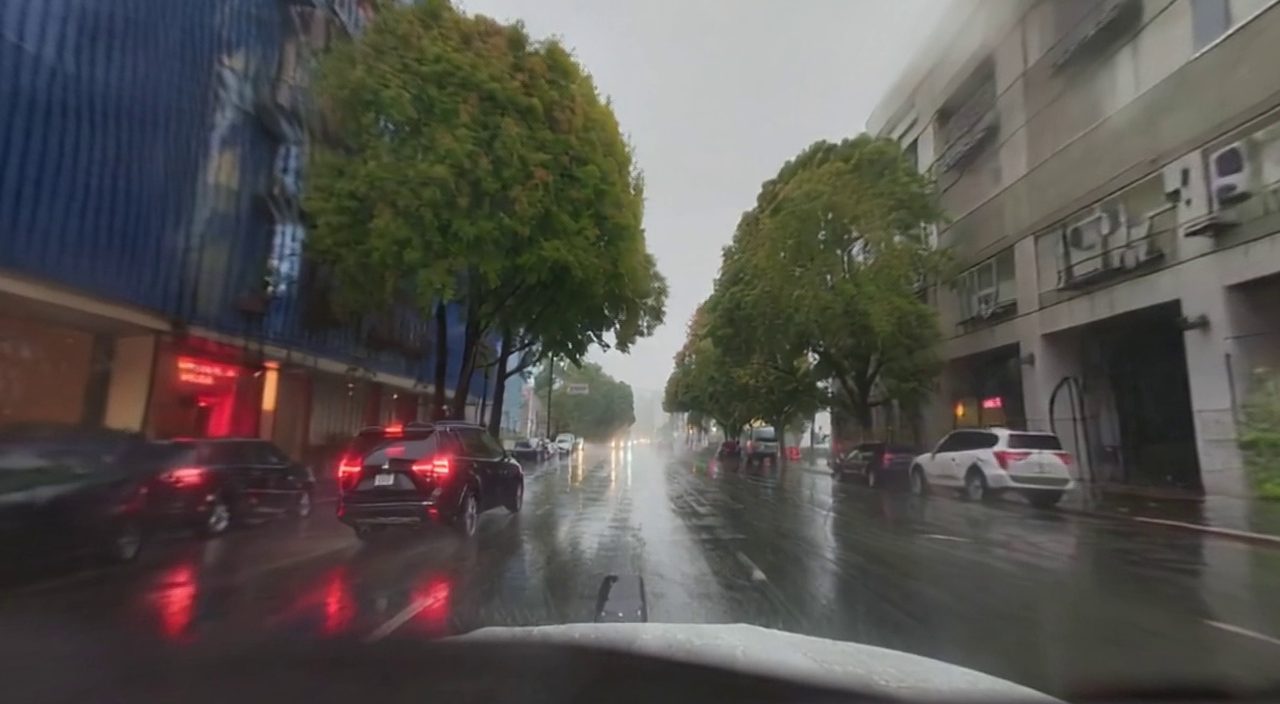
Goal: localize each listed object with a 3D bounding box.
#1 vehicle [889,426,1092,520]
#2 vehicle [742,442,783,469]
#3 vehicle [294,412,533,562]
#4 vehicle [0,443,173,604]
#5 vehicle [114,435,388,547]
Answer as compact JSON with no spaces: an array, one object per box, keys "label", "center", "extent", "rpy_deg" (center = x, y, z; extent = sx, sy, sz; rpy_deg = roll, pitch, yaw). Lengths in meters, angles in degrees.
[{"label":"vehicle","center":[9.183,3.201,17.404],"extent":[2.249,2.117,5.743],"rpy_deg":[0,-8,0]},{"label":"vehicle","center":[9.294,7.883,48.278],"extent":[2.129,1.929,5.537],"rpy_deg":[-1,-8,1]},{"label":"vehicle","center":[-3.066,1.920,9.739],"extent":[2.002,1.756,4.366],"rpy_deg":[-1,-8,1]},{"label":"vehicle","center":[-6.878,1.591,5.792],"extent":[1.832,1.488,4.405],"rpy_deg":[0,-8,0]},{"label":"vehicle","center":[-6.801,2.437,11.942],"extent":[2.071,1.631,4.936],"rpy_deg":[0,-8,-1]}]
